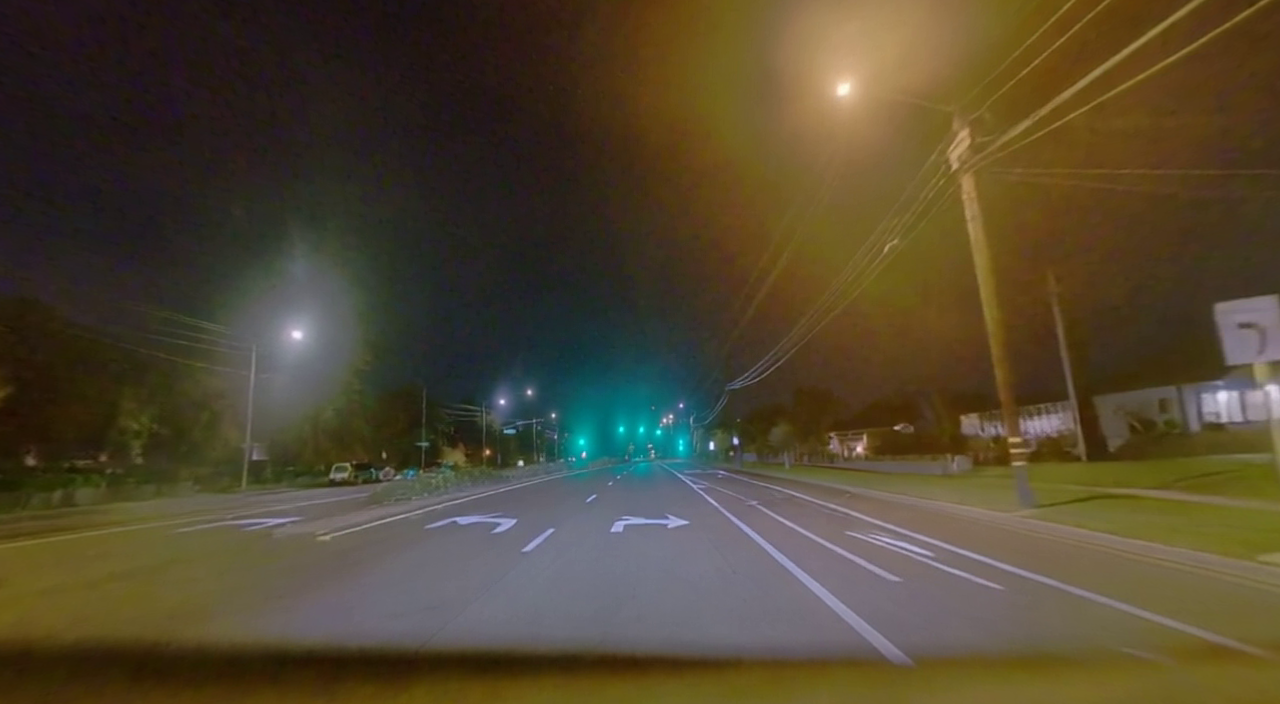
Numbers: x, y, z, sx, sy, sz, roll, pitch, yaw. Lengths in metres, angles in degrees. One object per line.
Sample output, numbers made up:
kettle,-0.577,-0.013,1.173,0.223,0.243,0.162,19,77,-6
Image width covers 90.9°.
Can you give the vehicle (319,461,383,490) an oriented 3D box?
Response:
vehicle,-21.399,9.145,46.936,2.052,1.915,5.101,-1,-8,4
